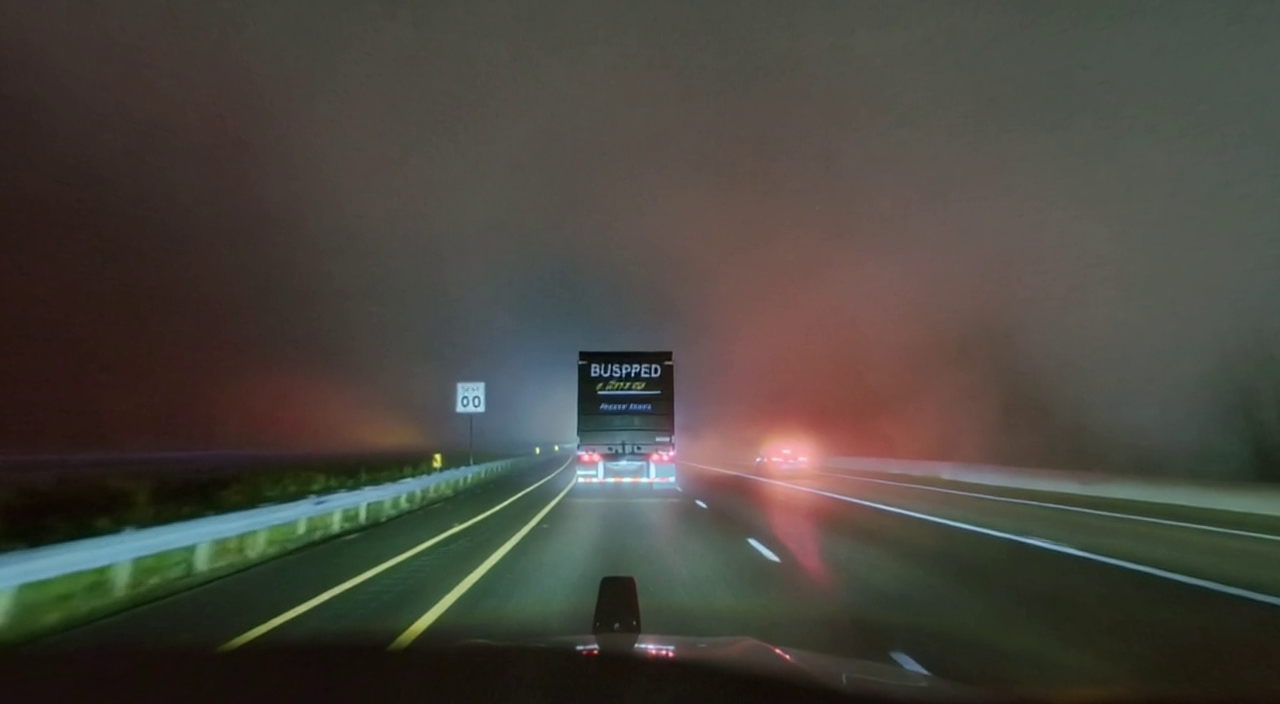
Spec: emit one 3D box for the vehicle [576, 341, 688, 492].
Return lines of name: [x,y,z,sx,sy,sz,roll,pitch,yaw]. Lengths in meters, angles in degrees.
vehicle: [-0.399,2.258,20.639,2.870,3.911,8.697,0,-8,-3]
